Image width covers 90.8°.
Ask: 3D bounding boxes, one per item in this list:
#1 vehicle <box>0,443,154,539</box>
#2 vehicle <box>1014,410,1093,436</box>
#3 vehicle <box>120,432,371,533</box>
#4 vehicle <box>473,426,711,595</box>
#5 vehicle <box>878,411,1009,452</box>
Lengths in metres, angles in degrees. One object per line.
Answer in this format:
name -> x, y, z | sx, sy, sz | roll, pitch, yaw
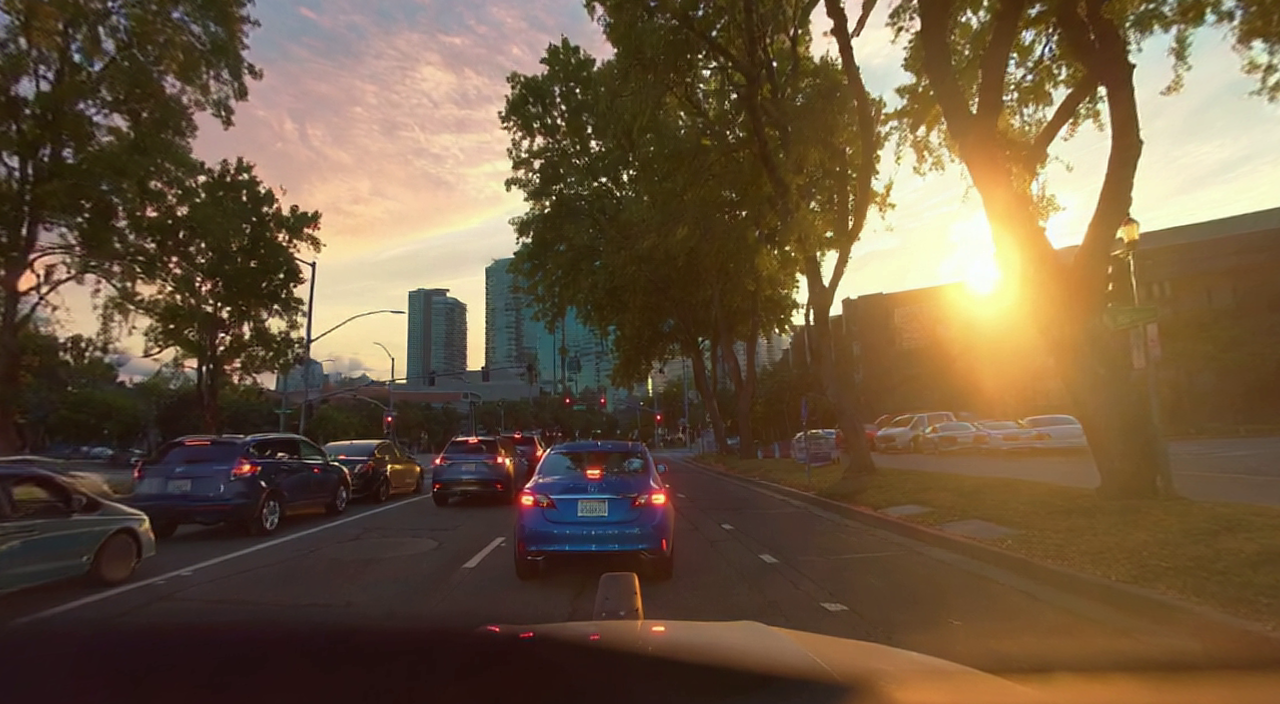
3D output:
vehicle -> -10.817, 2.246, 10.435 | 2.039, 1.447, 4.496 | 0, -9, -1
vehicle -> 30.273, 5.261, 46.436 | 4.627, 1.671, 1.929 | -5, -10, 28
vehicle -> -7.274, 2.432, 12.350 | 2.096, 1.593, 4.288 | 0, -9, 1
vehicle -> -0.416, 1.710, 7.634 | 2.104, 1.472, 3.946 | 0, -9, 0
vehicle -> 13.930, 3.703, 29.229 | 4.975, 1.809, 1.956 | 0, -9, 1
